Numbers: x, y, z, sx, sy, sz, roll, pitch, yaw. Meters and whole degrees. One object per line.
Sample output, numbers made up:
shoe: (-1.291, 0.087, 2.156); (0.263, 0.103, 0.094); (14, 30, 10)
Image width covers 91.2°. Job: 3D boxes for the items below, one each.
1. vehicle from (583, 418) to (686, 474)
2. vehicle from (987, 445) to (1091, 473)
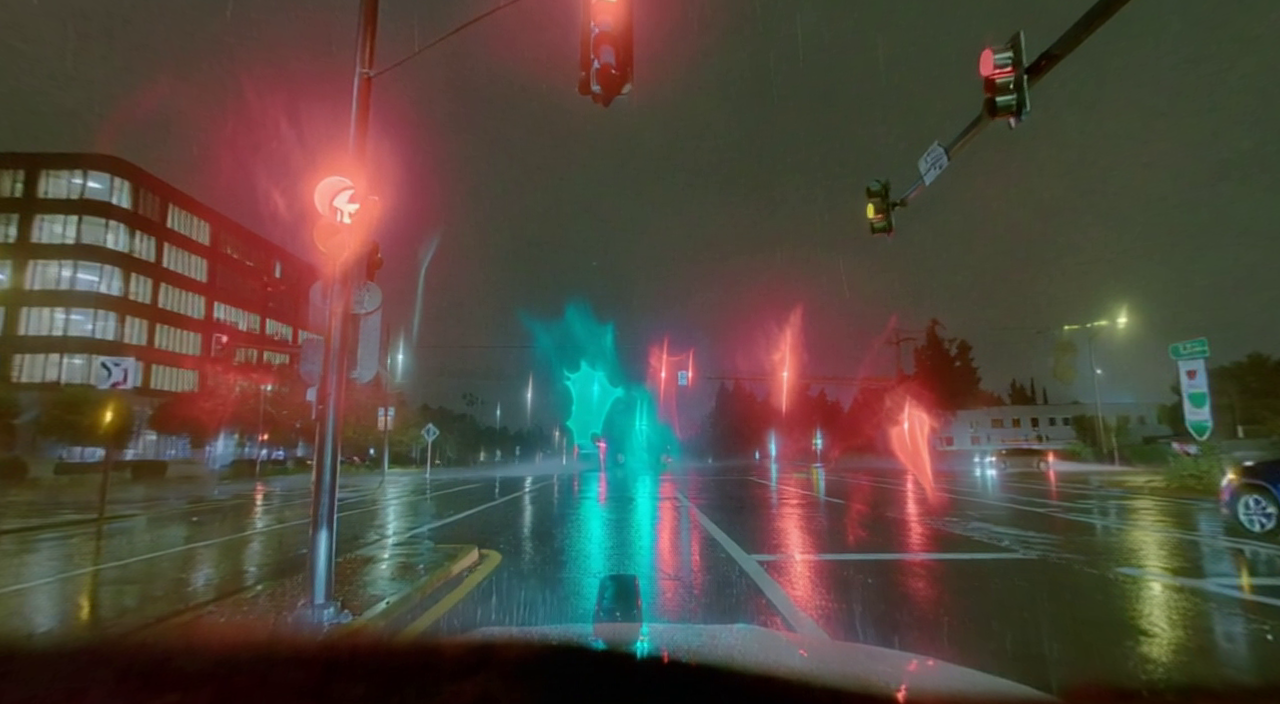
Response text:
vehicle: (-0.178, 5.798, 38.703); (2.678, 3.096, 7.088); (-7, -11, 35)
vehicle: (23.271, 6.265, 36.708); (4.736, 1.542, 1.966); (0, -9, -2)
